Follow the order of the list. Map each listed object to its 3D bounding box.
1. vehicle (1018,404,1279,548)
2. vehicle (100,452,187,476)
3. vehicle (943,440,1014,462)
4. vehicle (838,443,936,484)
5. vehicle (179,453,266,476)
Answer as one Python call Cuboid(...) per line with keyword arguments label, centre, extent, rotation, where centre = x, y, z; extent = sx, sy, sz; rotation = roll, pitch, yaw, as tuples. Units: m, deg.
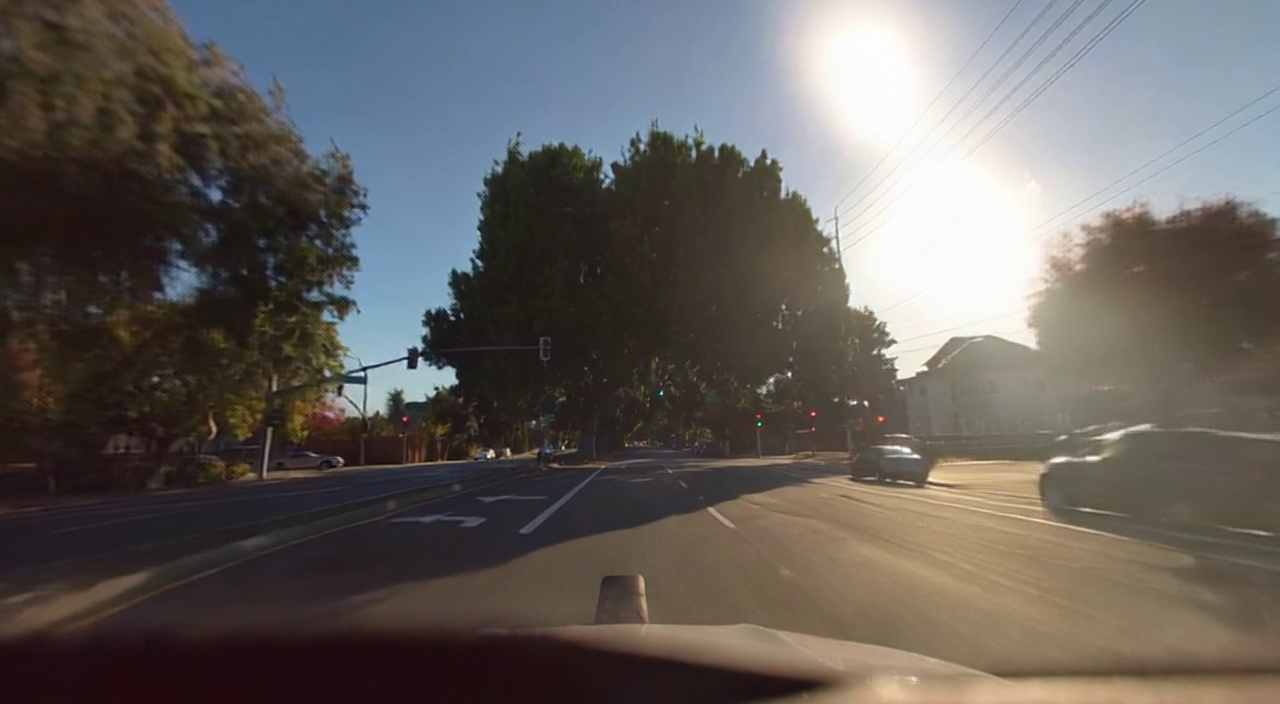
Cuboid(label="vehicle", centre=(9.814, 2.115, 11.576), extent=(2.245, 1.983, 5.433), rotation=(0, -8, -2))
Cuboid(label="vehicle", centre=(-35.519, 8.010, 45.237), extent=(4.563, 1.451, 2.046), rotation=(-2, -8, 1))
Cuboid(label="vehicle", centre=(23.912, 6.992, 44.765), extent=(3.985, 1.474, 1.764), rotation=(0, -8, 0))
Cuboid(label="vehicle", centre=(9.812, 4.448, 25.563), extent=(1.918, 1.483, 4.813), rotation=(0, -8, -1))
Cuboid(label="vehicle", centre=(-29.462, 7.941, 44.680), extent=(4.692, 1.476, 1.946), rotation=(0, -8, -2))
